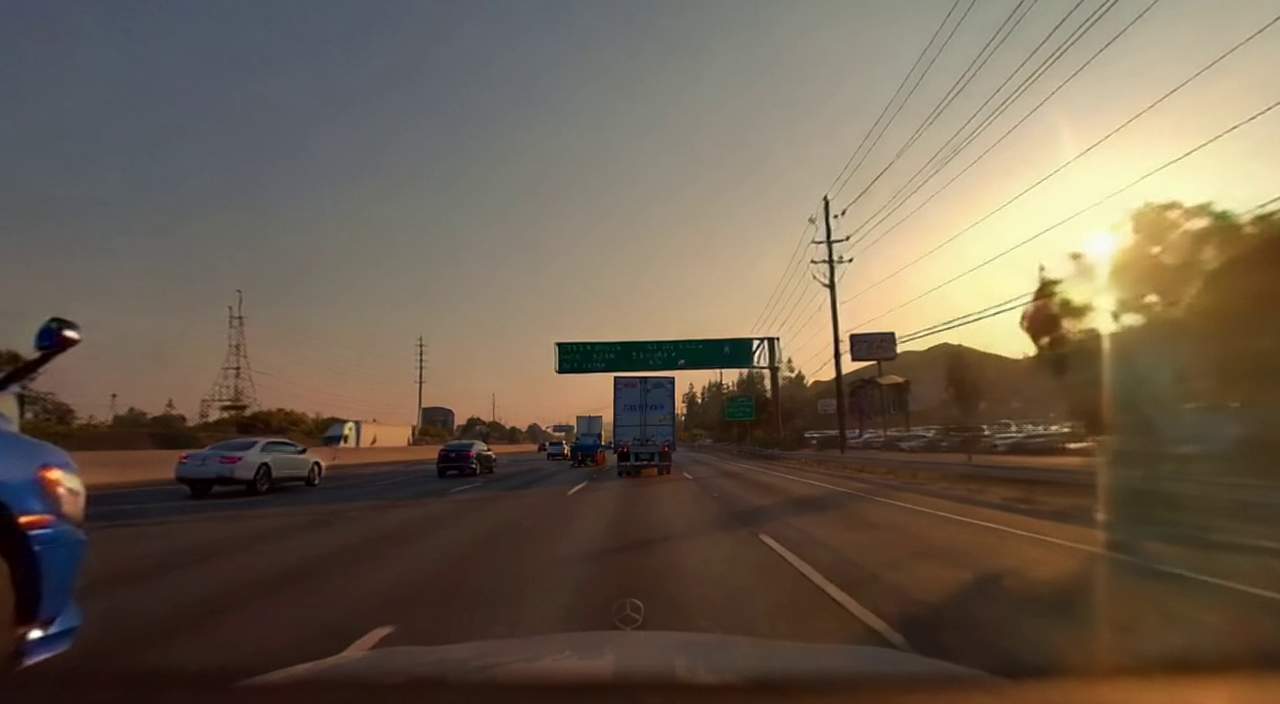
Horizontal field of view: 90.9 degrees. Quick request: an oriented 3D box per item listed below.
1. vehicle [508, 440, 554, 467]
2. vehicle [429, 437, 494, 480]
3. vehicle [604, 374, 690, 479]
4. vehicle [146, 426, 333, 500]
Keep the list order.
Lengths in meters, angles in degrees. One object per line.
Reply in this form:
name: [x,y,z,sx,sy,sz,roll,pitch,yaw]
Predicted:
vehicle: [-6.372,5.995,37.357,1.933,1.459,4.478,0,-9,0]
vehicle: [-6.997,4.170,24.942,1.736,1.580,2.778,0,-9,0]
vehicle: [0.147,3.289,26.710,2.941,3.604,9.851,0,-9,-1]
vehicle: [-10.927,3.073,17.769,2.046,1.779,4.752,0,-9,1]
